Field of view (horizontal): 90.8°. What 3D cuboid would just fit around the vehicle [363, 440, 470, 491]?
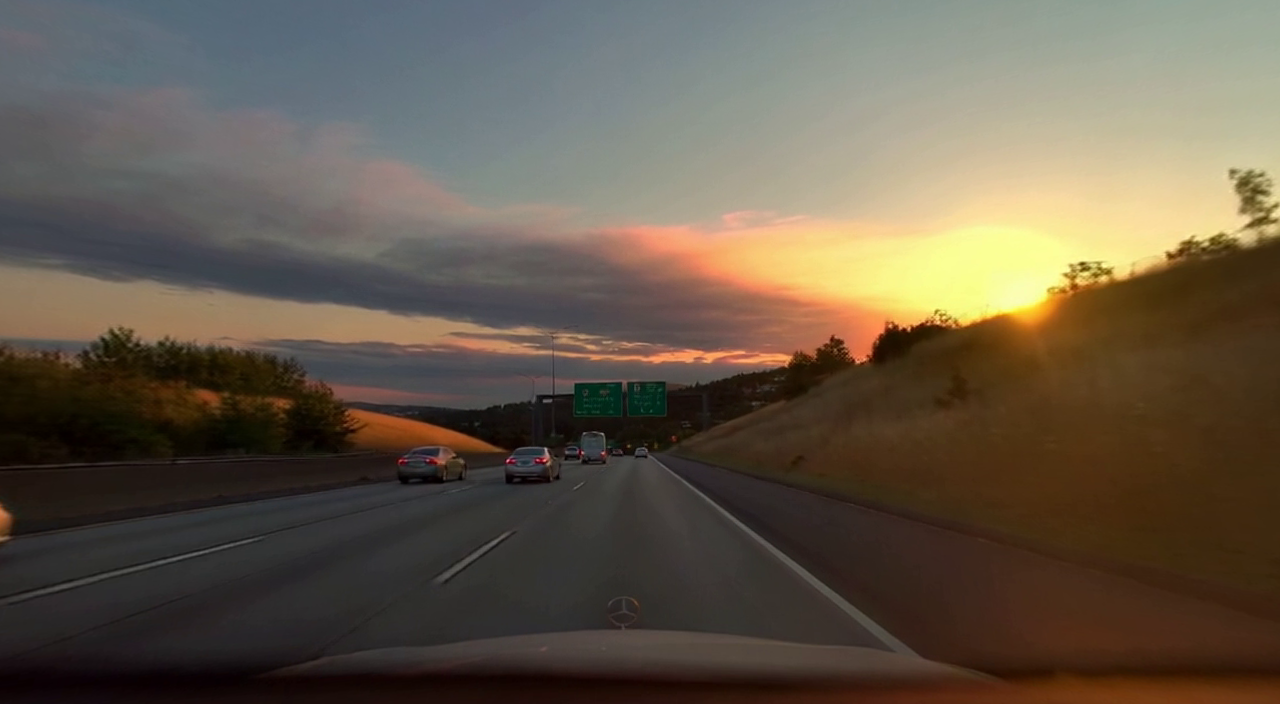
[{"bbox_3d":[-7.525,3.856,21.725,2.091,1.558,4.220,0,-9,0],"label":"vehicle"}]

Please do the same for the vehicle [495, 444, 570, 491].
[{"bbox_3d":[-3.610,3.959,21.930,1.924,1.436,3.915,0,-9,0],"label":"vehicle"}]
